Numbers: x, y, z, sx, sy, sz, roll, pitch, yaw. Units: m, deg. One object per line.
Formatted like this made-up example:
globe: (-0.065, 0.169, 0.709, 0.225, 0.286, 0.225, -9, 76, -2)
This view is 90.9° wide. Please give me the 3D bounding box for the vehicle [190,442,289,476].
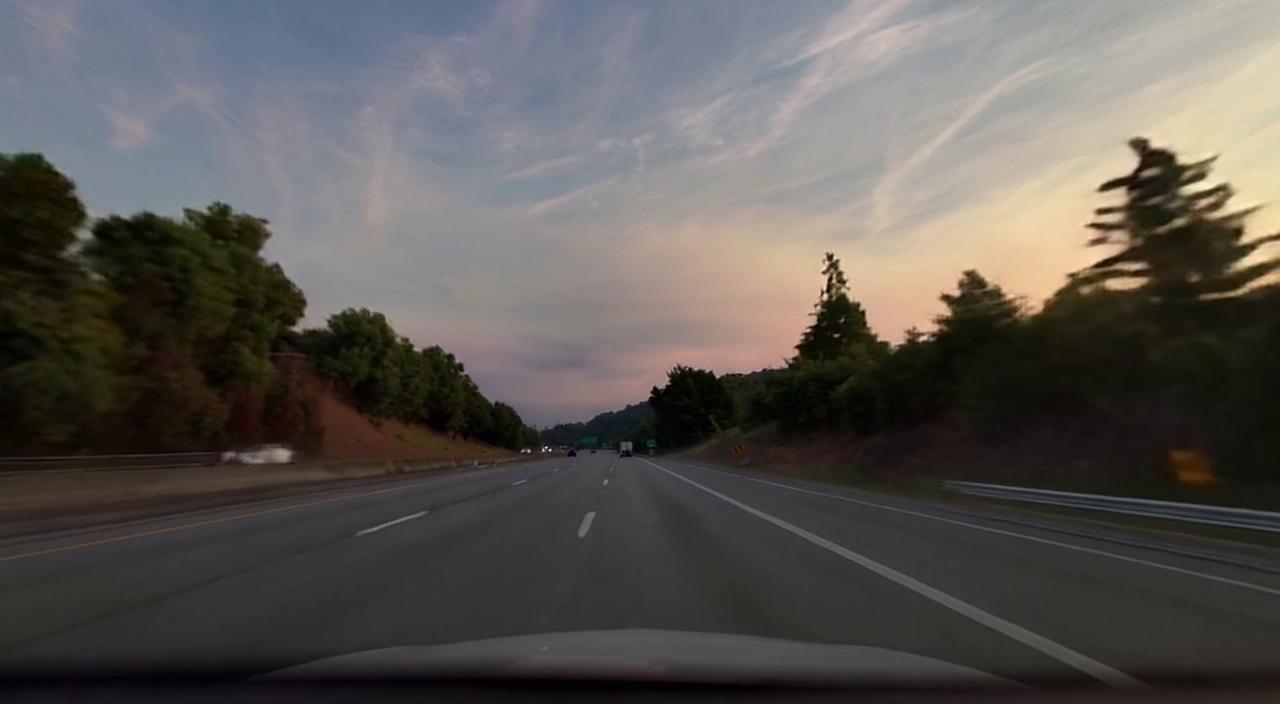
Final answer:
vehicle: (-19.824, 5.334, 31.487, 1.965, 1.545, 4.703, 0, -9, -2)
